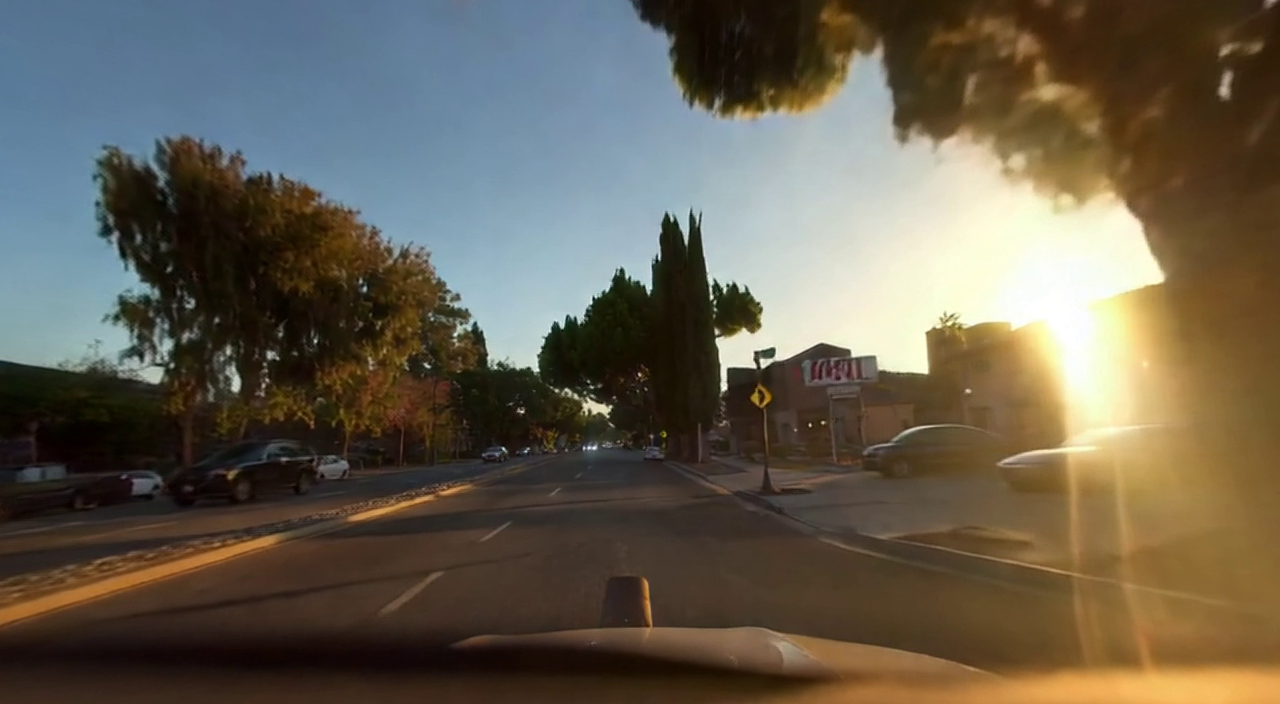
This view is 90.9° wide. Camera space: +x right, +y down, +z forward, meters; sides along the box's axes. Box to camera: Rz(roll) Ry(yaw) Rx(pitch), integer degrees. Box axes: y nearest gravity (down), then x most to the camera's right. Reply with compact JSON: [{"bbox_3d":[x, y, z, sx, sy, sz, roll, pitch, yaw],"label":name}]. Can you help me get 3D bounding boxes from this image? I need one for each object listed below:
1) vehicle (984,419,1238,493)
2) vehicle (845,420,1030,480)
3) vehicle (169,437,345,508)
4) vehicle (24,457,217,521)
[{"bbox_3d":[10.139,2.254,13.757,4.257,1.474,1.751,1,-9,-6],"label":"vehicle"},{"bbox_3d":[9.282,3.077,19.923,4.843,1.748,1.985,1,-9,-5],"label":"vehicle"},{"bbox_3d":[-12.253,3.854,20.861,2.228,1.976,5.857,0,-8,-1],"label":"vehicle"},{"bbox_3d":[-15.575,4.088,19.345,2.093,1.474,4.638,-3,-8,-2],"label":"vehicle"}]
